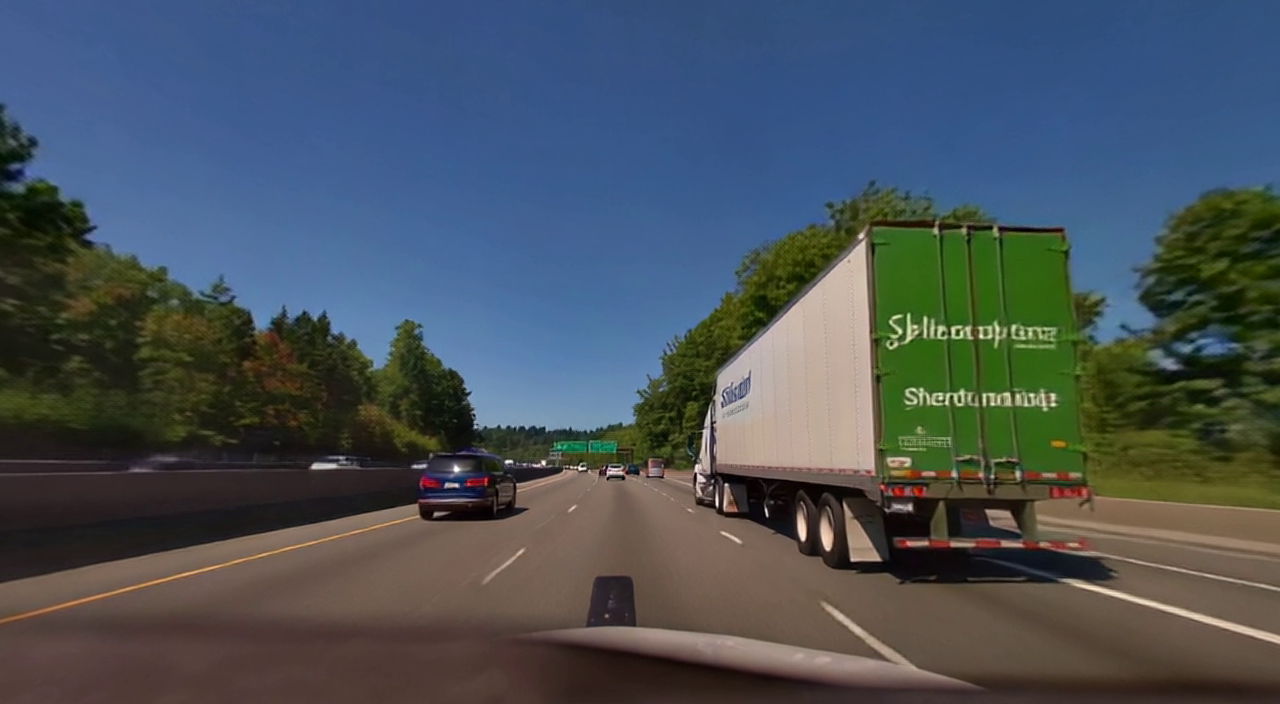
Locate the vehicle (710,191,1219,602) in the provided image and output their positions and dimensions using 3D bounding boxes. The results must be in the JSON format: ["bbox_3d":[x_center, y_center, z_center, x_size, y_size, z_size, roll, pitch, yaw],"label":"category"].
[{"bbox_3d":[4.037,1.614,13.475,2.992,4.300,13.967,1,-10,-2],"label":"vehicle"}]

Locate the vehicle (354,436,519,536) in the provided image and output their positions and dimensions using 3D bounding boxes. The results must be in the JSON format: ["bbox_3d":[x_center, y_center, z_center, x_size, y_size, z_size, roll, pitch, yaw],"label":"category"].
[{"bbox_3d":[-4.122,2.849,13.748,2.070,1.775,4.646,1,-10,-1],"label":"vehicle"}]
